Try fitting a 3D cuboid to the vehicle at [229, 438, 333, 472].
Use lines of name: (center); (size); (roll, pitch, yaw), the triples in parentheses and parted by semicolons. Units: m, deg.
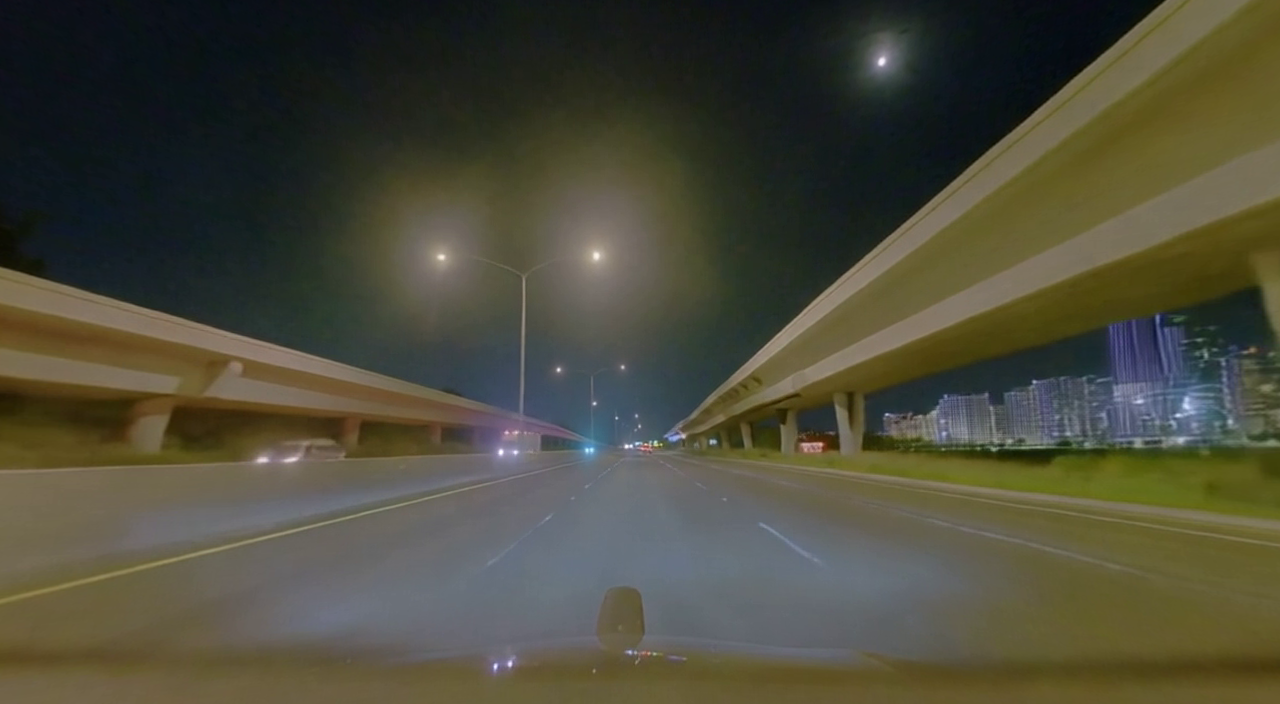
vehicle: (-21.590, 6.237, 38.456); (2.678, 1.869, 6.291); (0, -9, 0)
